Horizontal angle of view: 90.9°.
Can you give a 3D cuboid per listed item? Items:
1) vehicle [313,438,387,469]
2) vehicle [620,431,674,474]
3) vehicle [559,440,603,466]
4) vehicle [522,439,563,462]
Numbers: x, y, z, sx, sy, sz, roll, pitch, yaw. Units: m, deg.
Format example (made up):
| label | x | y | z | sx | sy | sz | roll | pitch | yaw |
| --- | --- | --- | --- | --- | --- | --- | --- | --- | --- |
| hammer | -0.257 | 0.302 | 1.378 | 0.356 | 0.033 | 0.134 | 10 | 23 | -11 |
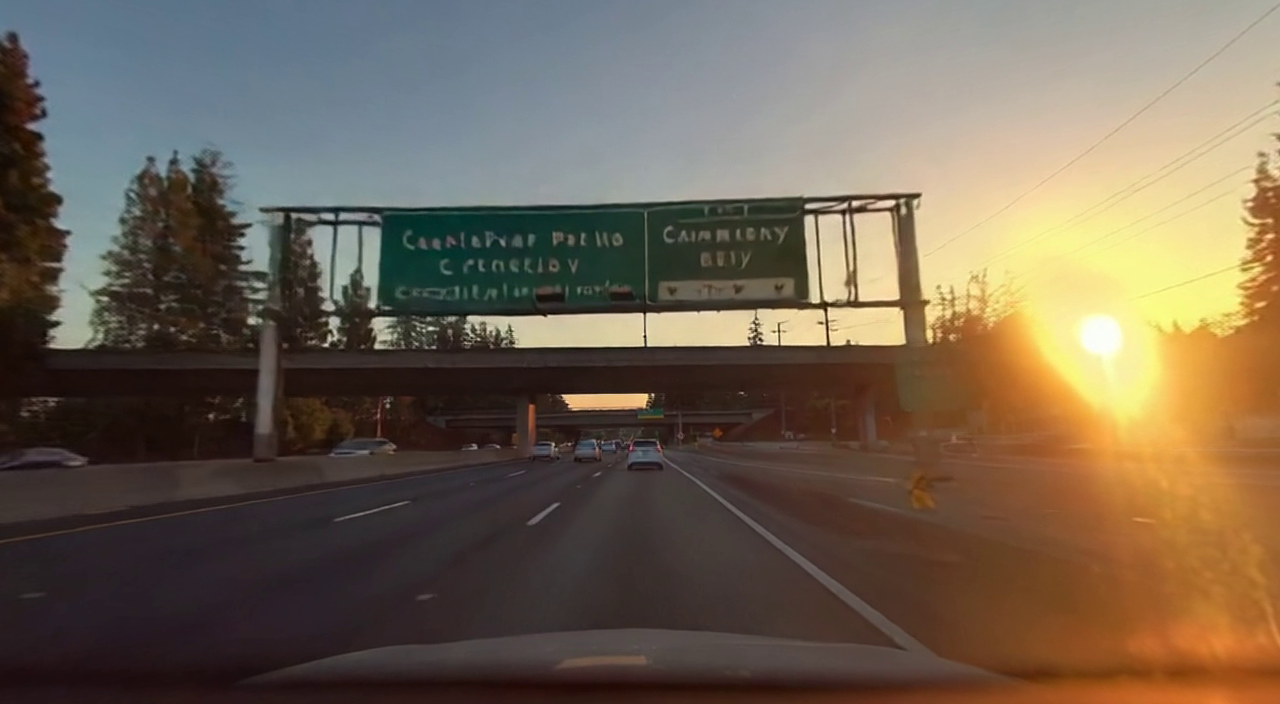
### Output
| label | x | y | z | sx | sy | sz | roll | pitch | yaw |
| --- | --- | --- | --- | --- | --- | --- | --- | --- | --- |
| vehicle | -16.924 | 5.947 | 37.134 | 2.000 | 1.667 | 4.937 | 0 | -8 | 1 |
| vehicle | 0.286 | 4.323 | 27.220 | 2.152 | 1.697 | 4.066 | 0 | -8 | 0 |
| vehicle | -3.367 | 5.892 | 36.992 | 2.056 | 1.464 | 4.564 | 0 | -8 | 1 |
| vehicle | -7.199 | 7.334 | 47.024 | 2.139 | 1.653 | 4.614 | 0 | -8 | 2 |
